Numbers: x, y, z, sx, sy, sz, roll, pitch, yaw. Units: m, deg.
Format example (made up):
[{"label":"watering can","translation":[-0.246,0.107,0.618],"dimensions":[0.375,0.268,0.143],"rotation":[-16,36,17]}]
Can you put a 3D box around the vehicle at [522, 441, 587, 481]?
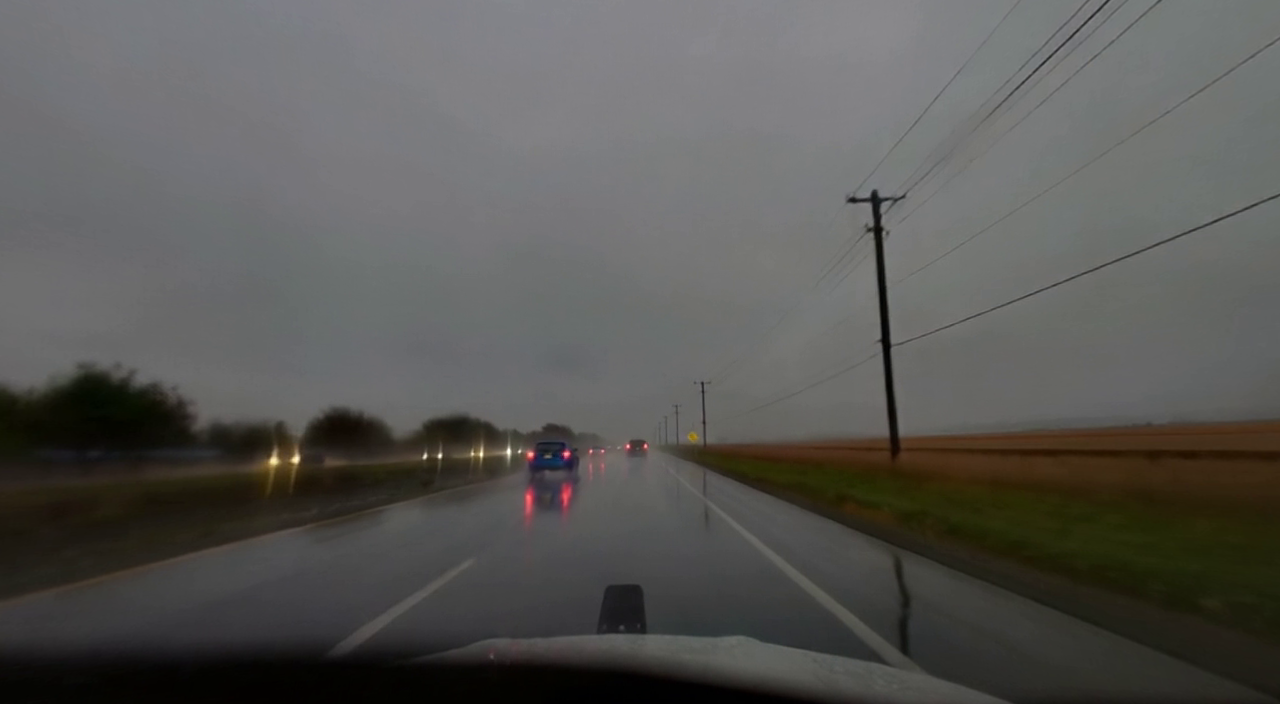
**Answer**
[{"label":"vehicle","translation":[-3.673,4.793,27.924],"dimensions":[2.120,1.597,4.810],"rotation":[0,-9,1]}]

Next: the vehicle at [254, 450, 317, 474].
[{"label":"vehicle","translation":[-25.539,7.919,45.544],"dimensions":[1.881,1.584,4.456],"rotation":[0,-9,0]}]
